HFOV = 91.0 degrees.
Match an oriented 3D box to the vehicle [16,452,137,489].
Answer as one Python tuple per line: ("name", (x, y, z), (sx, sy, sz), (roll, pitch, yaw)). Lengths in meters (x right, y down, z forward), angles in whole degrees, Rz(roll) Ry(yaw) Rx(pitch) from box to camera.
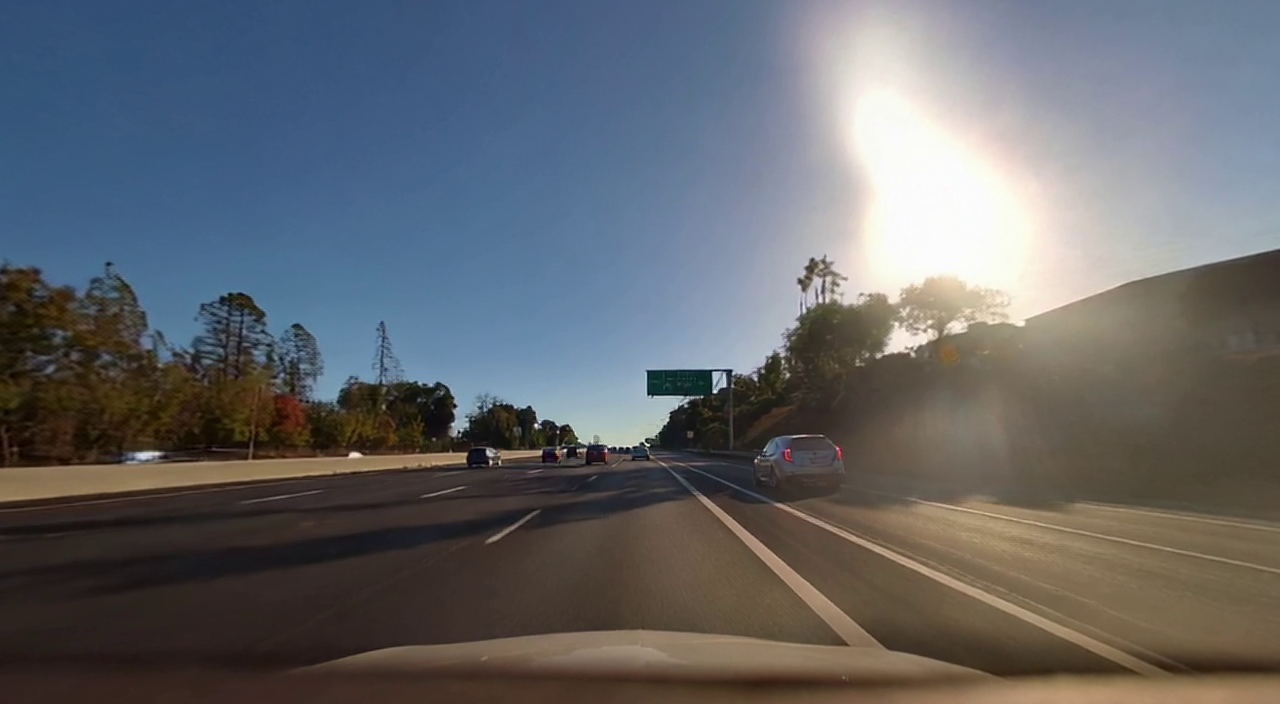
("vehicle", (-24.807, 5.217, 27.933), (1.779, 1.480, 3.783), (0, -9, 1))

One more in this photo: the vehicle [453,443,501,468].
("vehicle", (-11.320, 7.264, 44.171), (2.107, 1.628, 4.446), (0, -9, 1))

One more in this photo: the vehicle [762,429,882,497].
("vehicle", (5.454, 3.405, 19.676), (2.259, 1.816, 4.862), (0, -9, -1))

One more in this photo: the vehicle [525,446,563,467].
("vehicle", (-7.203, 7.908, 47.907), (2.071, 1.486, 4.703), (0, -9, 1))
